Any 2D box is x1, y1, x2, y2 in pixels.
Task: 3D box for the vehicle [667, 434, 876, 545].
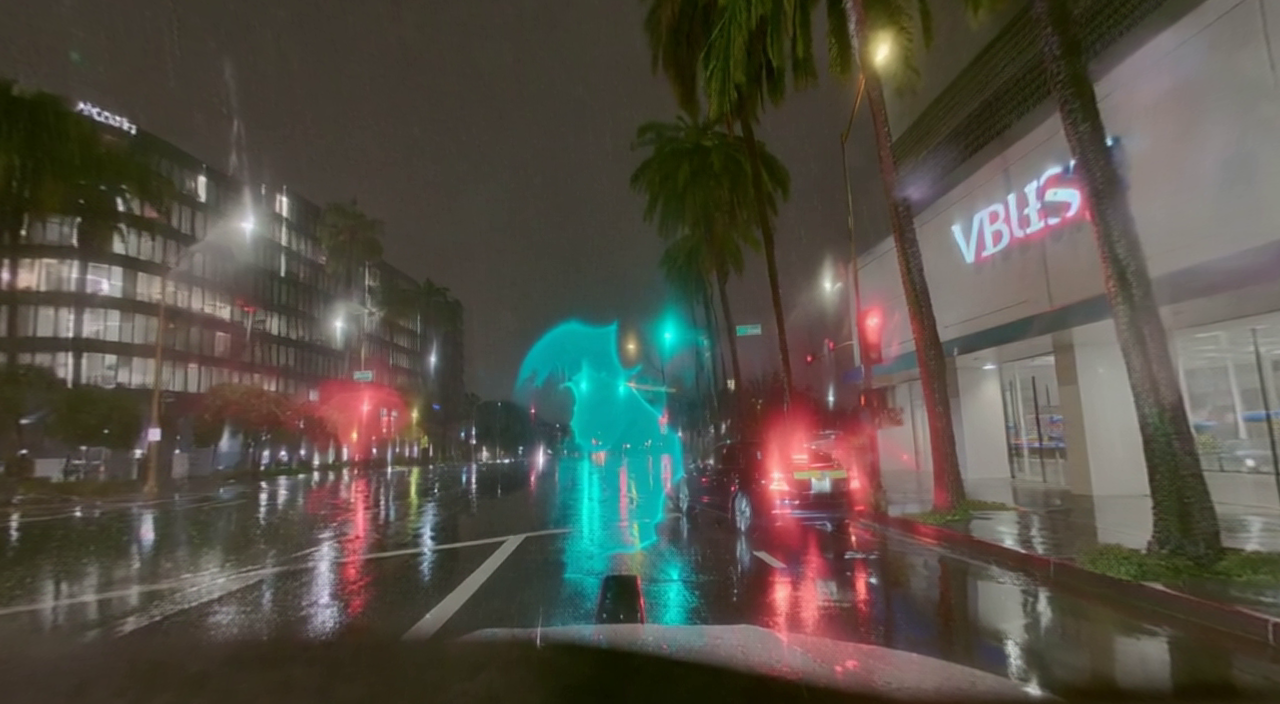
[{"bbox_3d":[1.898,2.200,10.936,2.090,1.466,4.676,1,-8,-7],"label":"vehicle"}]
